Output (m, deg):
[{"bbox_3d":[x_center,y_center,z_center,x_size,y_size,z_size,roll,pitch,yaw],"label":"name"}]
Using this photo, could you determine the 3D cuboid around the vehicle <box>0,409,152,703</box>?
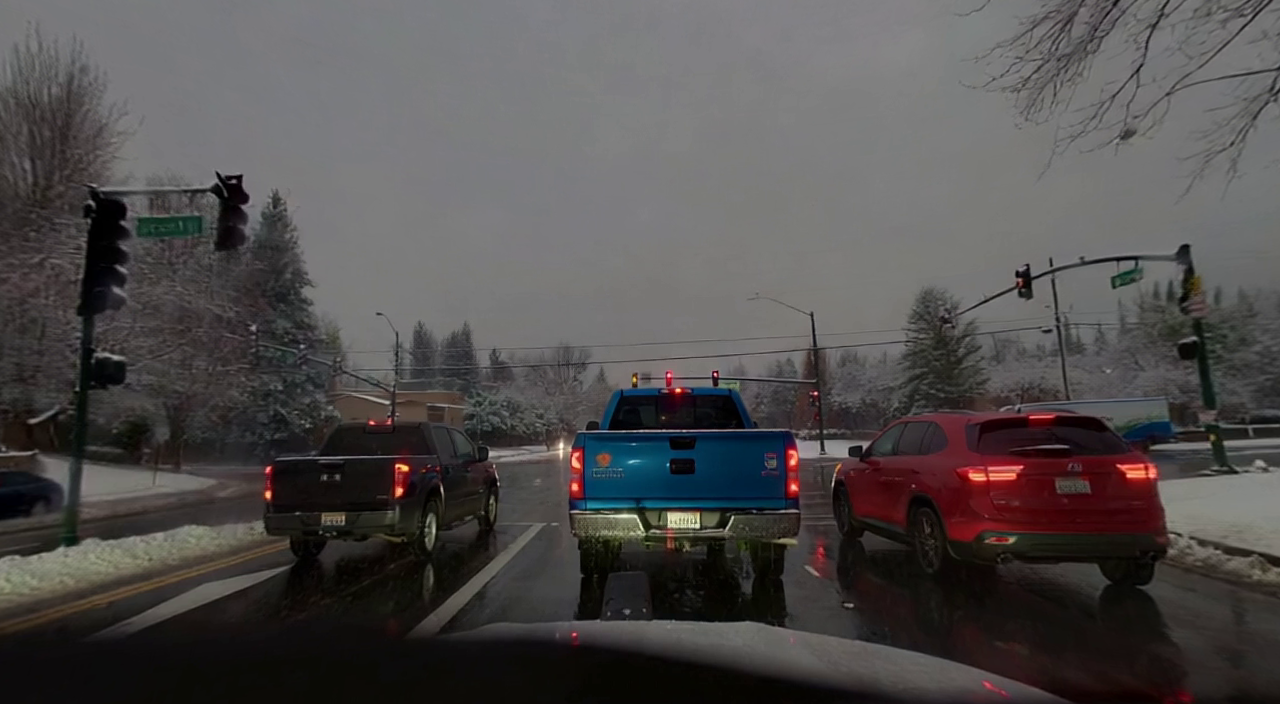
[{"bbox_3d":[-3.391,0.709,0.656,1.998,1.481,4.656,0,-8,1],"label":"vehicle"}]

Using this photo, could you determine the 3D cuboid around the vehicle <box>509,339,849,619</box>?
[{"bbox_3d":[0.330,1.277,7.154,2.505,2.084,4.768,0,-8,1],"label":"vehicle"}]

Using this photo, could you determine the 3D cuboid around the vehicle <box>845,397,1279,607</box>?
[{"bbox_3d":[4.051,1.500,7.181,1.984,1.659,4.226,0,-8,0],"label":"vehicle"}]

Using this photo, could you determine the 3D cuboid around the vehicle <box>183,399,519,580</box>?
[{"bbox_3d":[-3.290,1.689,8.571,2.125,1.739,4.707,0,-8,3],"label":"vehicle"}]
